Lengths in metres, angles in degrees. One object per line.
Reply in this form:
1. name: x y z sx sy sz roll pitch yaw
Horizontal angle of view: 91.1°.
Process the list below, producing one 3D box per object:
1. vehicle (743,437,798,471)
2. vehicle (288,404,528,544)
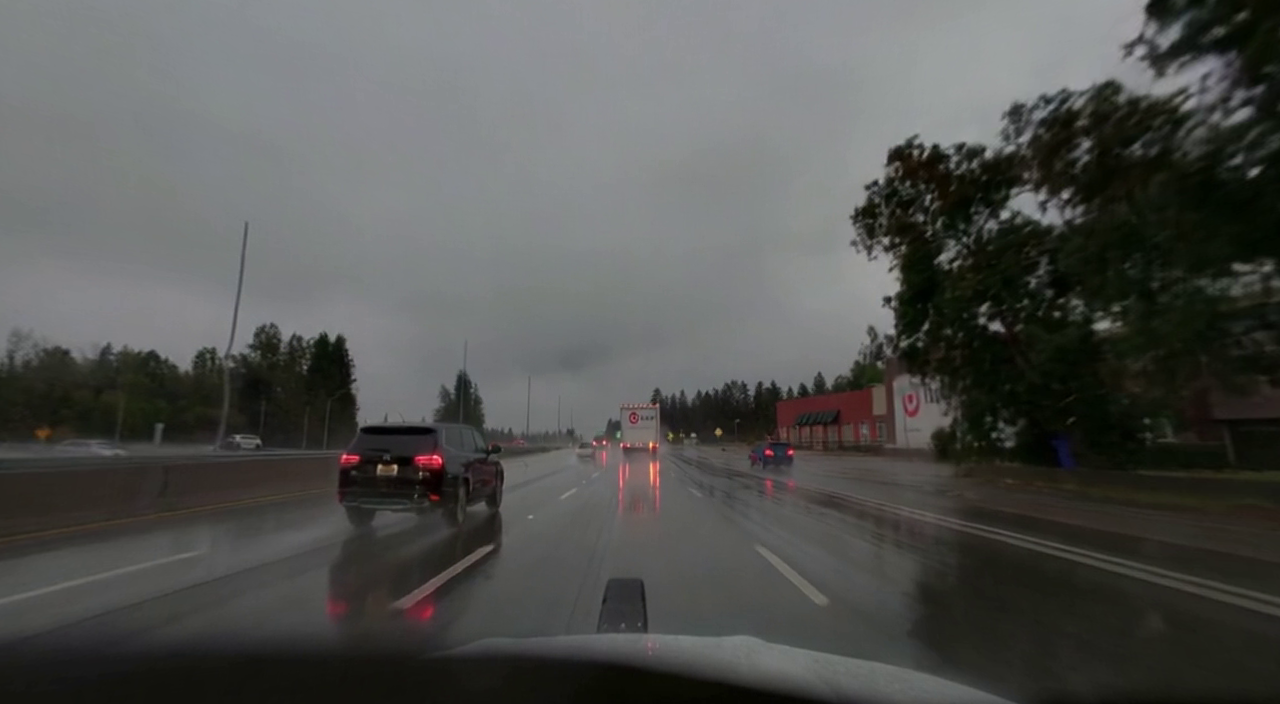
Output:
1. vehicle: 6.826 5.405 33.367 1.958 1.681 4.109 0 -9 -1
2. vehicle: -3.491 1.974 10.779 2.178 1.826 4.933 0 -9 1
